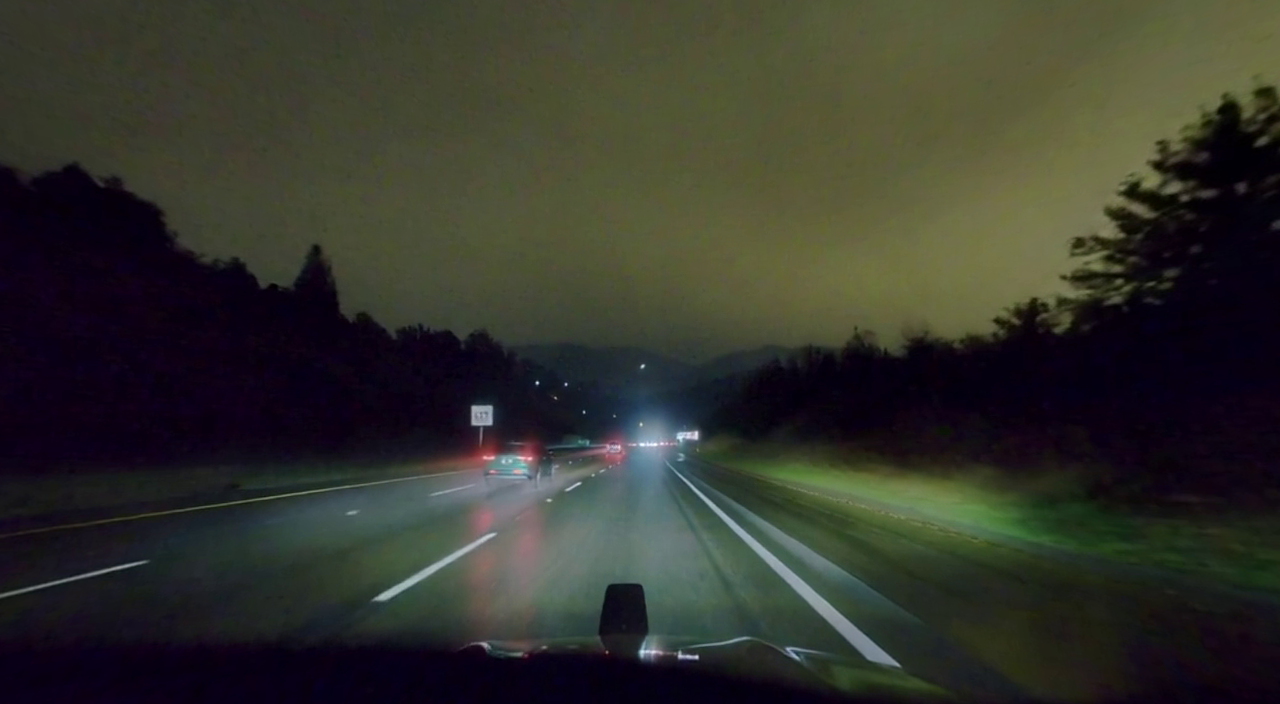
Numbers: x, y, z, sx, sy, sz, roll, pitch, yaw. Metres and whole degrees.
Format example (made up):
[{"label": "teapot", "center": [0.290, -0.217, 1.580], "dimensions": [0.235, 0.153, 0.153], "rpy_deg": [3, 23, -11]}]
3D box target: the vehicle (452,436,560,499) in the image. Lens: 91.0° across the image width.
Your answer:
[{"label": "vehicle", "center": [-3.579, 3.153, 17.696], "dimensions": [1.993, 1.538, 4.192], "rpy_deg": [0, -8, 2]}]
